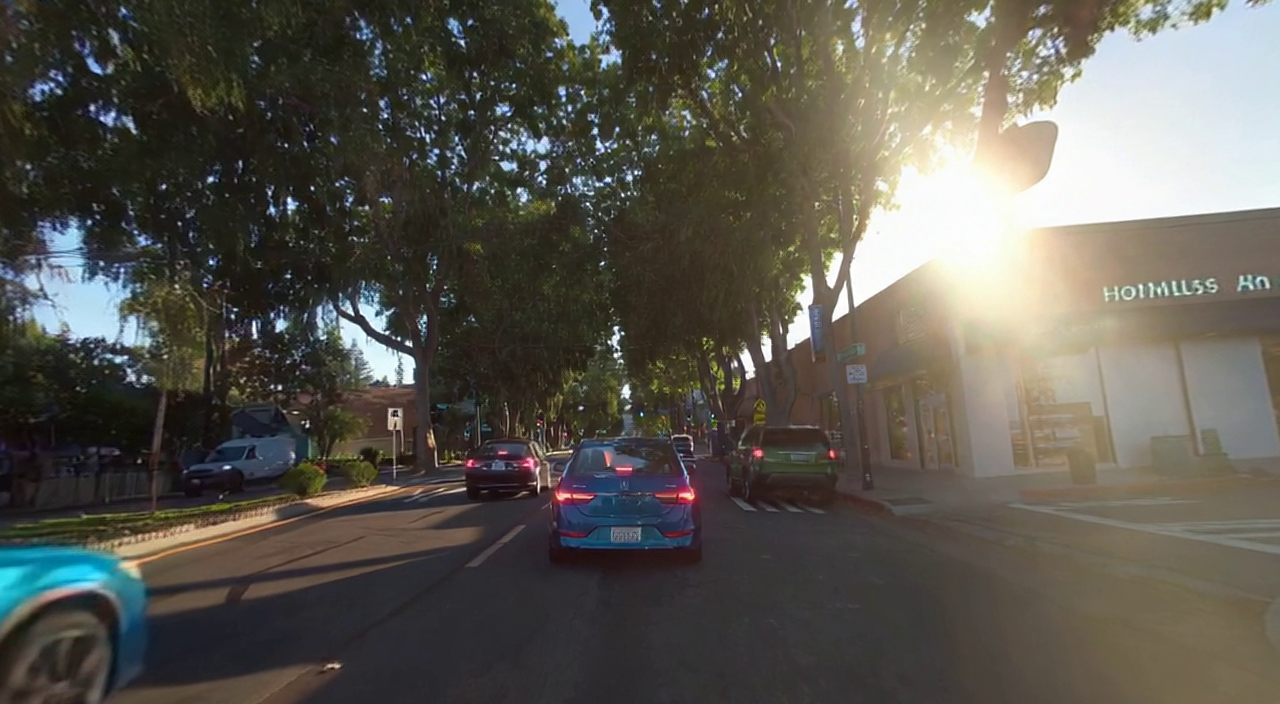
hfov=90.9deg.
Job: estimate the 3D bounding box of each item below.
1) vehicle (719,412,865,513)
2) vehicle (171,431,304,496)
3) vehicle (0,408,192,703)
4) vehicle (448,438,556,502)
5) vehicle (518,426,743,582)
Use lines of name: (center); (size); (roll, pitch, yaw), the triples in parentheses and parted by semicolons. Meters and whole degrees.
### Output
vehicle: (3.310, 2.524, 14.838); (2.152, 1.987, 4.527); (0, -9, -2)
vehicle: (-19.166, 5.321, 30.510); (2.286, 2.777, 5.926); (0, -9, 2)
vehicle: (-3.393, 0.750, 1.025); (2.029, 1.456, 4.414); (0, -9, 1)
vehicle: (-3.476, 3.056, 16.725); (1.905, 1.473, 4.016); (0, -9, 1)
vehicle: (-0.114, 1.769, 8.148); (2.160, 1.482, 4.037); (0, -9, -1)
